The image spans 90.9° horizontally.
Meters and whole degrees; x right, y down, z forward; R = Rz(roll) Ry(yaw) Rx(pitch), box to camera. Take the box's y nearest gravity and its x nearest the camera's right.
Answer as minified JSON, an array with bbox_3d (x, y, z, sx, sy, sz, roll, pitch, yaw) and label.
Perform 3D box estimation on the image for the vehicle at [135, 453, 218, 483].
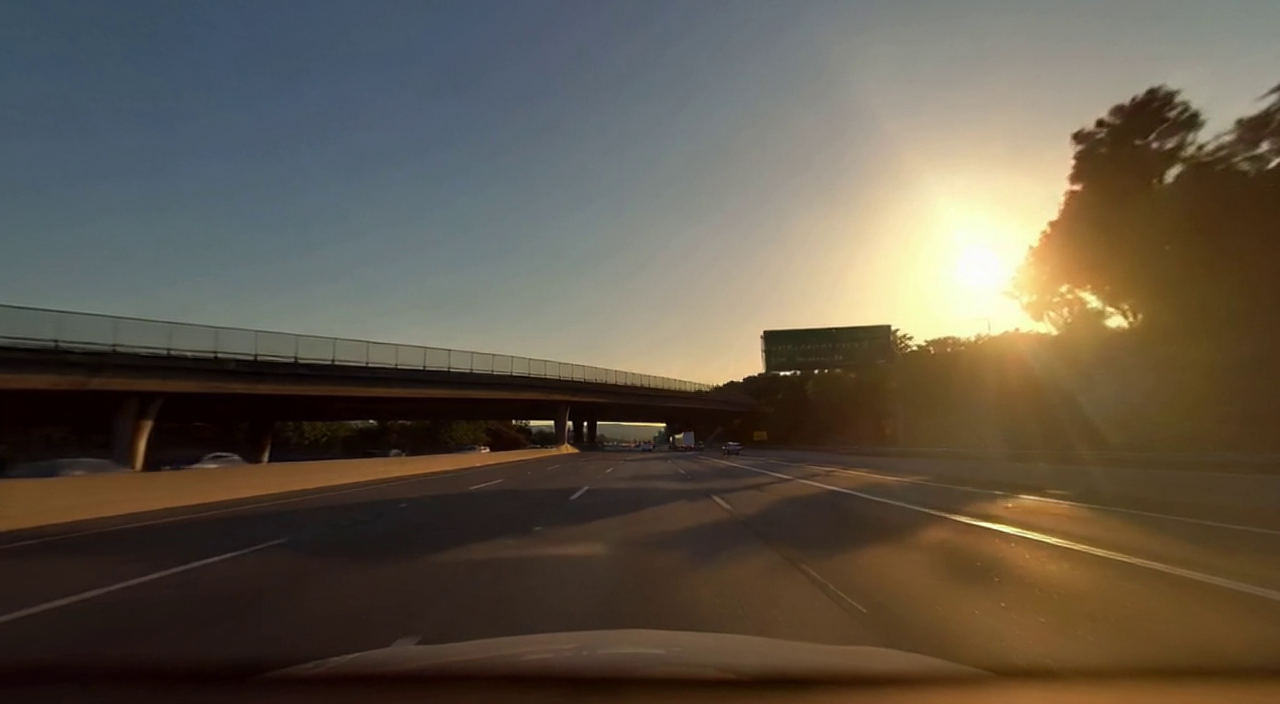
[{"bbox_3d":[-27.278,6.827,37.273,1.783,1.599,3.988,0,-8,0],"label":"vehicle"}]

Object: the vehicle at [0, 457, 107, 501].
[{"bbox_3d":[-23.940,4.970,25.035,1.825,1.484,4.234,0,-8,0],"label":"vehicle"}]
